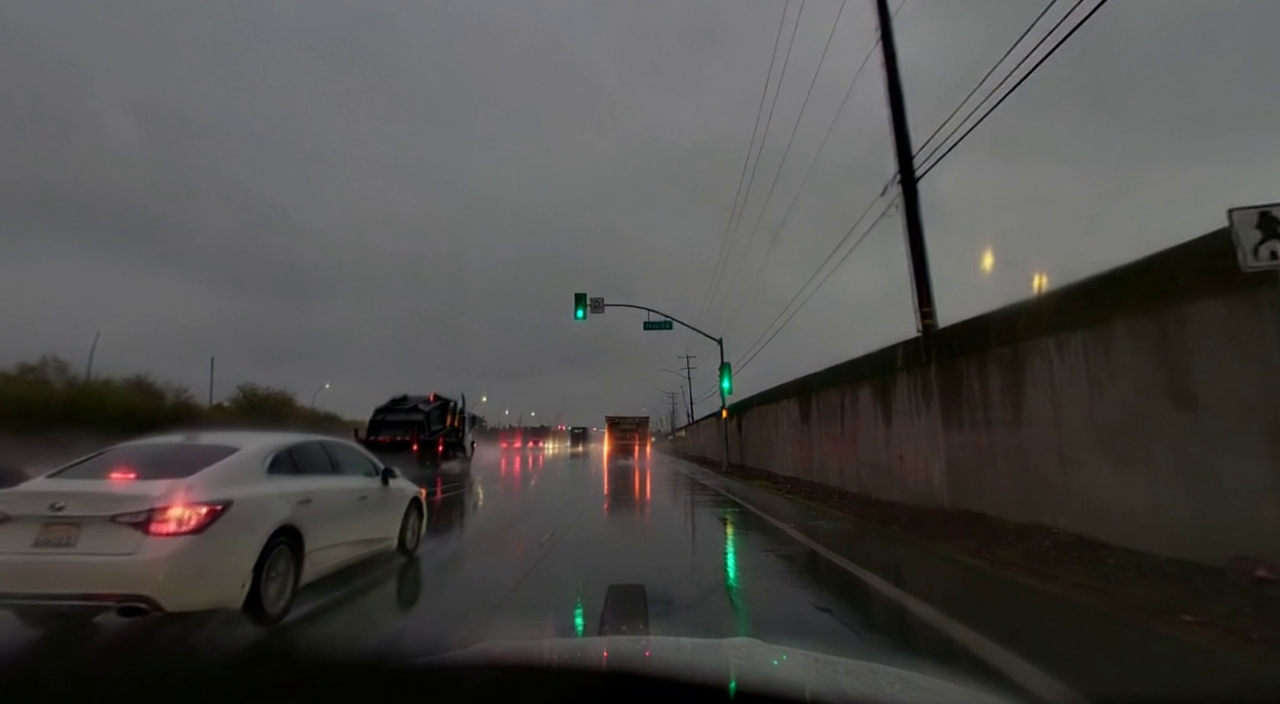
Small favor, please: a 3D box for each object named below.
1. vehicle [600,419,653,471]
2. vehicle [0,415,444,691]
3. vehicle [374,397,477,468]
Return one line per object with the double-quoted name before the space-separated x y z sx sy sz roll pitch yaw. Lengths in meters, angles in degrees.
"vehicle" -0.666 4.510 30.589 2.355 2.305 5.336 0 -8 -1
"vehicle" -3.710 1.461 5.972 2.019 1.480 4.966 0 -8 1
"vehicle" -12.887 5.067 38.952 3.016 3.847 8.707 0 -8 1
